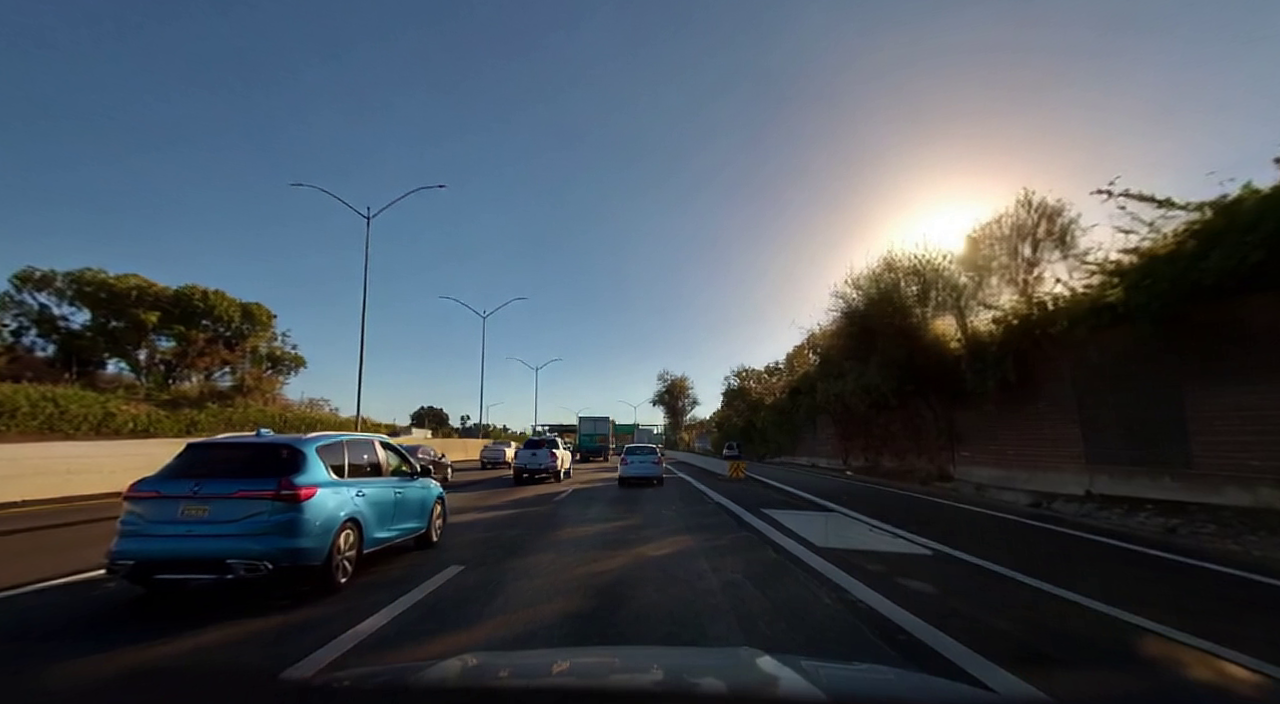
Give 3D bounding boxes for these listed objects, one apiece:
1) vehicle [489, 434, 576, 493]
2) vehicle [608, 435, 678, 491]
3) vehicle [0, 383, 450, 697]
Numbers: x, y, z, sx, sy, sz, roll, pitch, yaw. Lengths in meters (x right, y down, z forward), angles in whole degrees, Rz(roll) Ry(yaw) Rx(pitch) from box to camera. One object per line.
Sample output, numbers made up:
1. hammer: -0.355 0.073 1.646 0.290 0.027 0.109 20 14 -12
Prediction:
1. vehicle: -3.530 3.758 21.718 2.125 1.792 4.466 0 -8 1
2. vehicle: 0.118 3.762 21.711 2.180 1.716 3.920 0 -8 1
3. vehicle: -3.514 1.343 5.681 2.209 1.711 4.296 0 -8 1
